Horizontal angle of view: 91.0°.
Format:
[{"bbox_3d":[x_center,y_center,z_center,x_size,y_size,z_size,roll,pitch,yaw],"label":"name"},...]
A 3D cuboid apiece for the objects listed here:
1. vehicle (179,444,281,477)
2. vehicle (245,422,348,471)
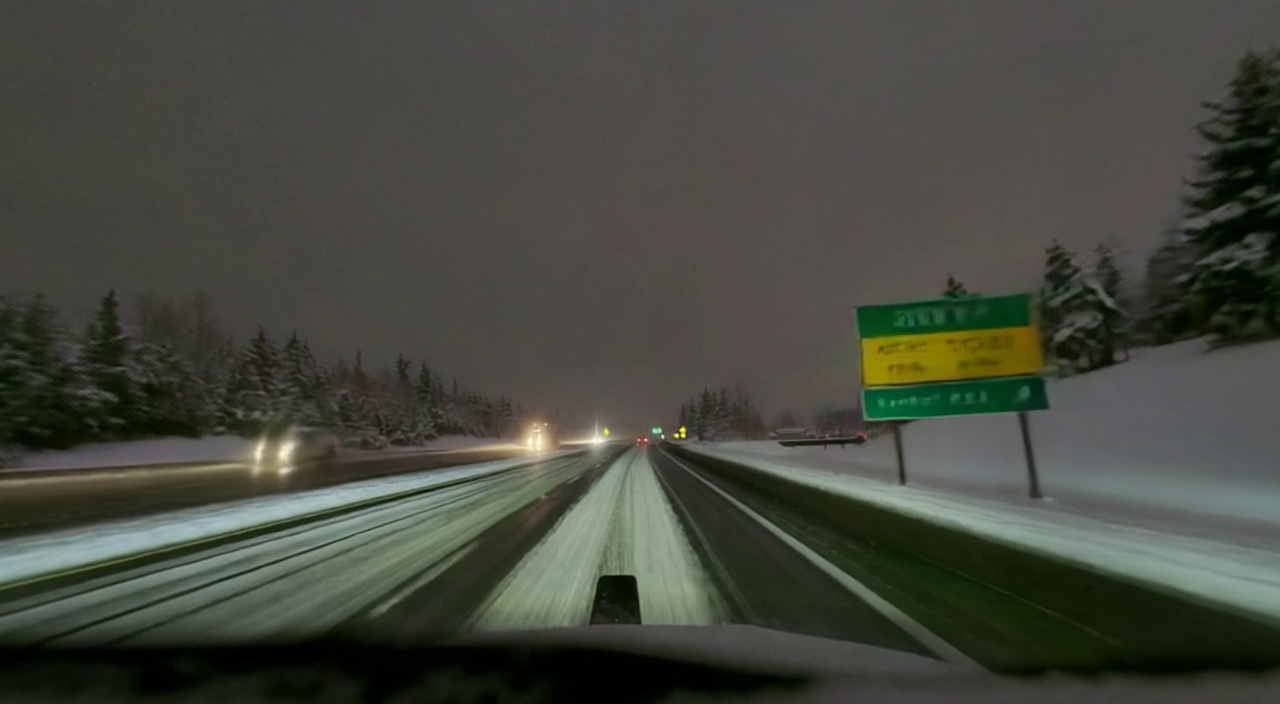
[{"bbox_3d":[-20.103,5.324,31.172,1.982,1.457,4.609,0,-8,0],"label":"vehicle"},{"bbox_3d":[-20.120,5.563,37.277,2.564,2.639,6.046,-1,-8,1],"label":"vehicle"}]
